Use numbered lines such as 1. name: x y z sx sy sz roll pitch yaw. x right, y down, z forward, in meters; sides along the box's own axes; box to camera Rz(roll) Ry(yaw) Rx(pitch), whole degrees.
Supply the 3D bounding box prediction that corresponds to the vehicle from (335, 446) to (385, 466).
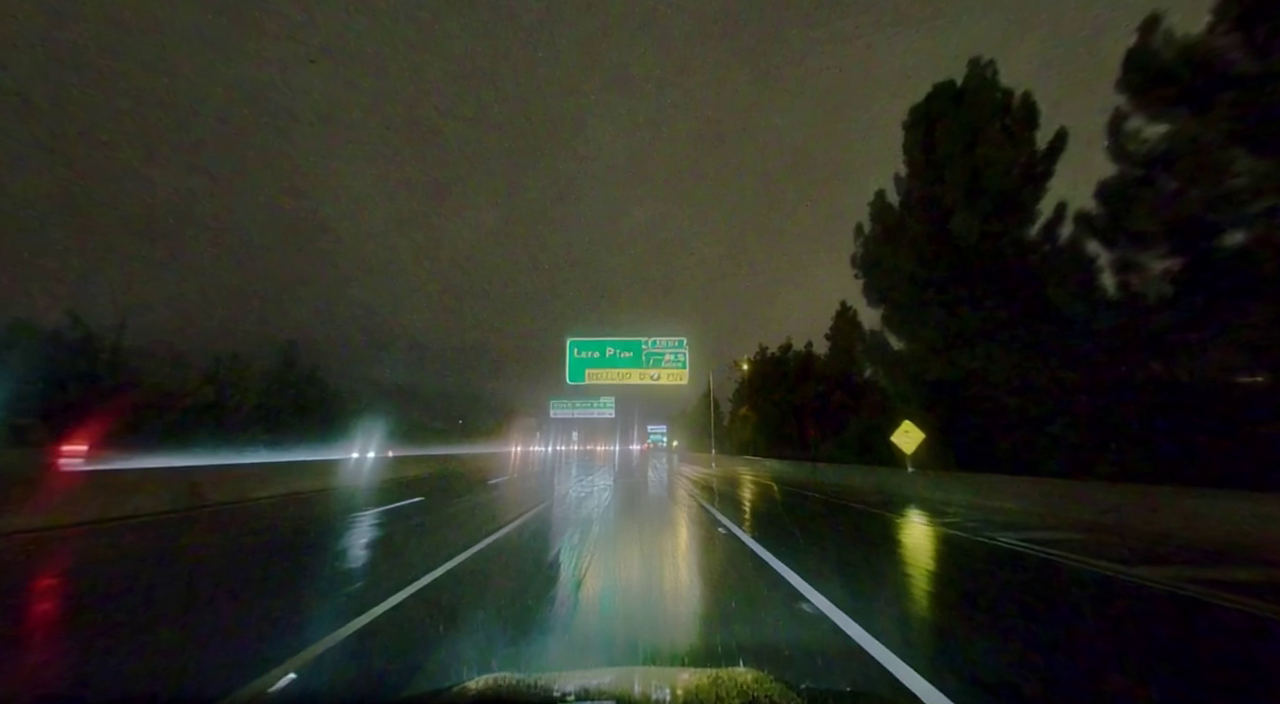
1. vehicle: -21.660 8.022 48.967 1.799 1.442 4.505 0 -9 0
